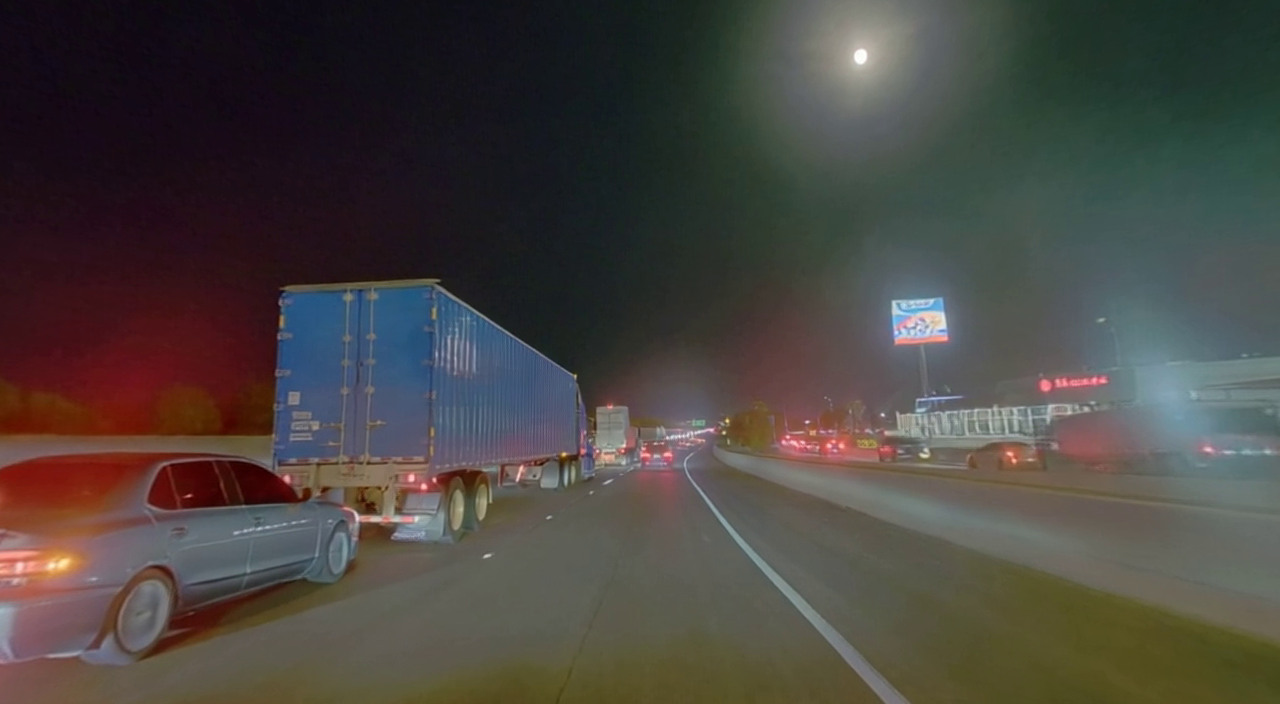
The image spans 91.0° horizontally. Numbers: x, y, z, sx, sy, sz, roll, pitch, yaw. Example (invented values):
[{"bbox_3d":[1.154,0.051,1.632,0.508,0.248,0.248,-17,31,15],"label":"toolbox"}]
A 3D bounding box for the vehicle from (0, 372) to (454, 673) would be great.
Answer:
[{"bbox_3d":[-3.620,1.247,5.535,2.896,1.779,3.441,0,-8,0],"label":"vehicle"}]

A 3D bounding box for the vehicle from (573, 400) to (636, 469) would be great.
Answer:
[{"bbox_3d":[-2.079,5.492,41.240,3.073,3.894,9.782,-1,-9,3],"label":"vehicle"}]

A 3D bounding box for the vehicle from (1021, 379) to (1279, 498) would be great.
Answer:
[{"bbox_3d":[13.947,2.413,17.344,2.679,2.597,7.126,-1,-9,3],"label":"vehicle"}]

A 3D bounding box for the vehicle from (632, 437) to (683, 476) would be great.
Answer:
[{"bbox_3d":[0.835,4.742,28.777,2.178,1.640,4.071,-1,-9,3],"label":"vehicle"}]
